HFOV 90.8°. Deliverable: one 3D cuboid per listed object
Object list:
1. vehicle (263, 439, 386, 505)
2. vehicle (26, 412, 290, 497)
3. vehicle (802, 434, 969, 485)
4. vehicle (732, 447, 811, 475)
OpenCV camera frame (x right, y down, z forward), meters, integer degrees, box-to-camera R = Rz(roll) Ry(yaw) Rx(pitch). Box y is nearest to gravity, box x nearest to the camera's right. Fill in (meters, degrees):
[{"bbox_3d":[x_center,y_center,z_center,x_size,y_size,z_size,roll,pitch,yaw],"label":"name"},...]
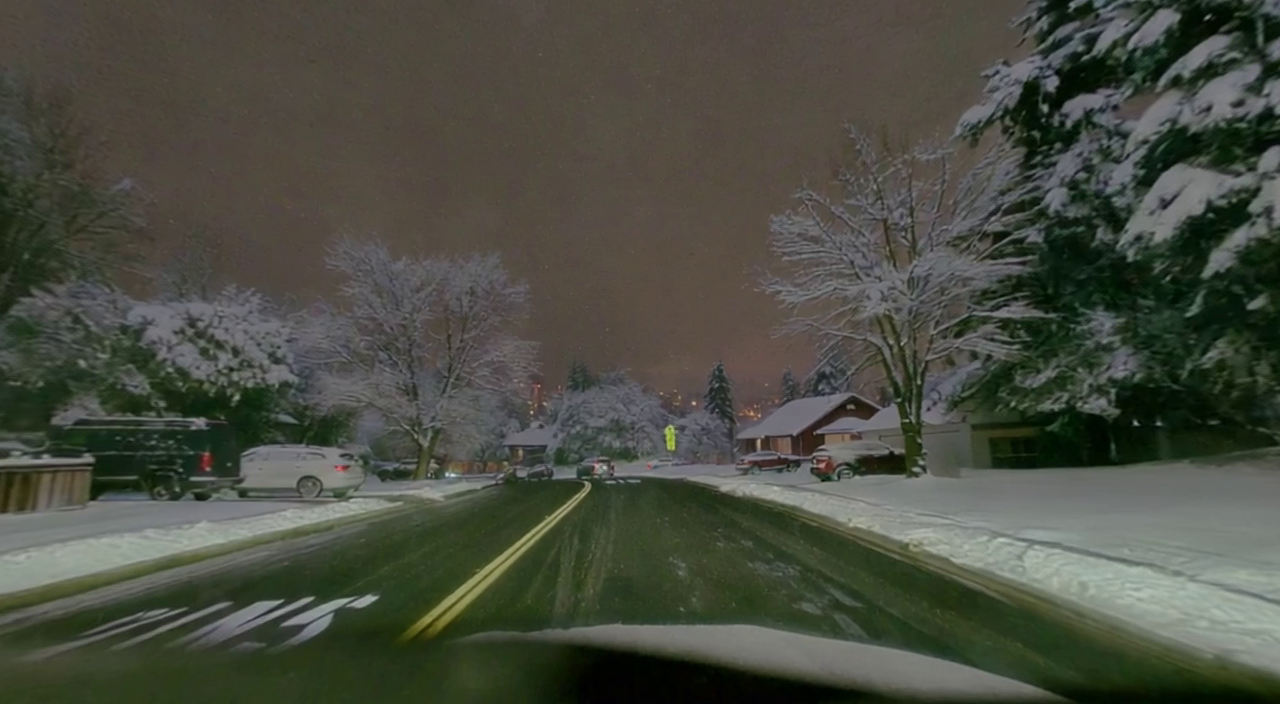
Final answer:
[{"bbox_3d":[-10.249,3.888,21.041,2.073,1.899,4.869,0,-8,-7],"label":"vehicle"},{"bbox_3d":[-14.121,3.060,19.053,5.662,2.292,2.422,2,-10,-14],"label":"vehicle"},{"bbox_3d":[9.308,4.032,24.050,5.751,1.733,2.138,2,-9,-17],"label":"vehicle"},{"bbox_3d":[8.141,6.737,39.152,4.284,1.522,1.893,1,-8,-18],"label":"vehicle"}]
